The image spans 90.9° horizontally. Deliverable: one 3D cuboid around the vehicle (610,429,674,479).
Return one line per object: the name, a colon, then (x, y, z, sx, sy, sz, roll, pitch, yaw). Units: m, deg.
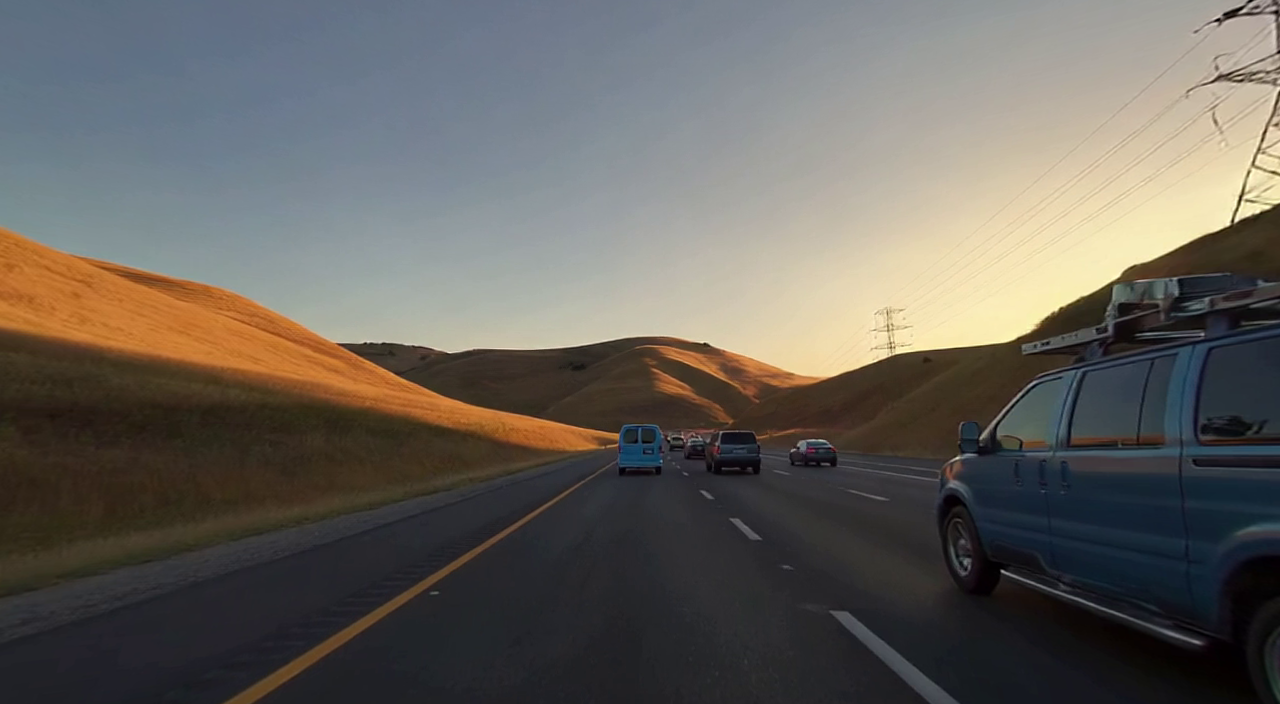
vehicle: (0.109, 3.976, 24.845, 2.268, 1.772, 4.523, 0, -8, 1)

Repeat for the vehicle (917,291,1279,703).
vehicle: (3.847, 0.757, 2.699, 2.691, 1.901, 5.744, 0, -8, 0)

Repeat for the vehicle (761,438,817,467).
vehicle: (8.144, 5.514, 34.942, 2.075, 1.493, 4.305, 0, -7, 0)

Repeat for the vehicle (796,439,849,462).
vehicle: (12.105, 6.562, 42.157, 2.087, 1.406, 4.875, 0, -8, 0)

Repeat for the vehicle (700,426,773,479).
vehicle: (3.617, 3.881, 24.540, 2.139, 1.821, 4.480, 0, -8, 0)
